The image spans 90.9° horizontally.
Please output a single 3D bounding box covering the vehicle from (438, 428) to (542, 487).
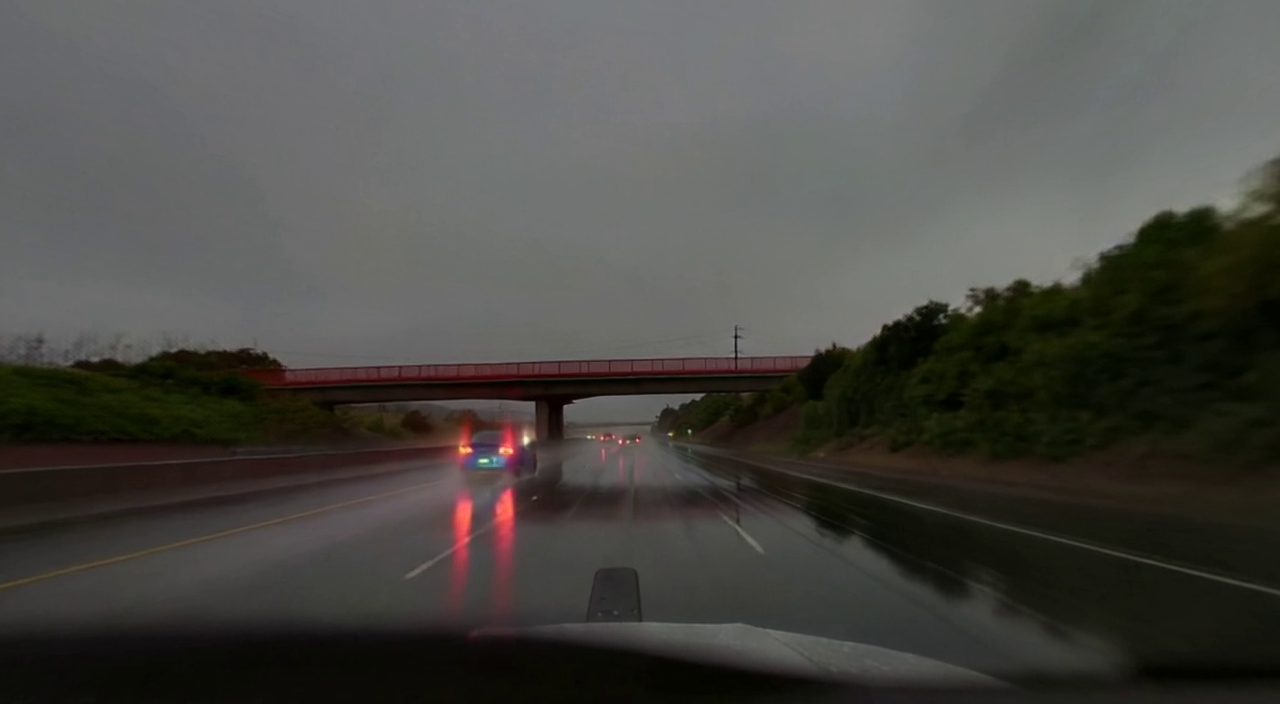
[{"bbox_3d":[-4.324,3.097,18.976,2.074,1.535,4.437,0,-8,0],"label":"vehicle"}]
